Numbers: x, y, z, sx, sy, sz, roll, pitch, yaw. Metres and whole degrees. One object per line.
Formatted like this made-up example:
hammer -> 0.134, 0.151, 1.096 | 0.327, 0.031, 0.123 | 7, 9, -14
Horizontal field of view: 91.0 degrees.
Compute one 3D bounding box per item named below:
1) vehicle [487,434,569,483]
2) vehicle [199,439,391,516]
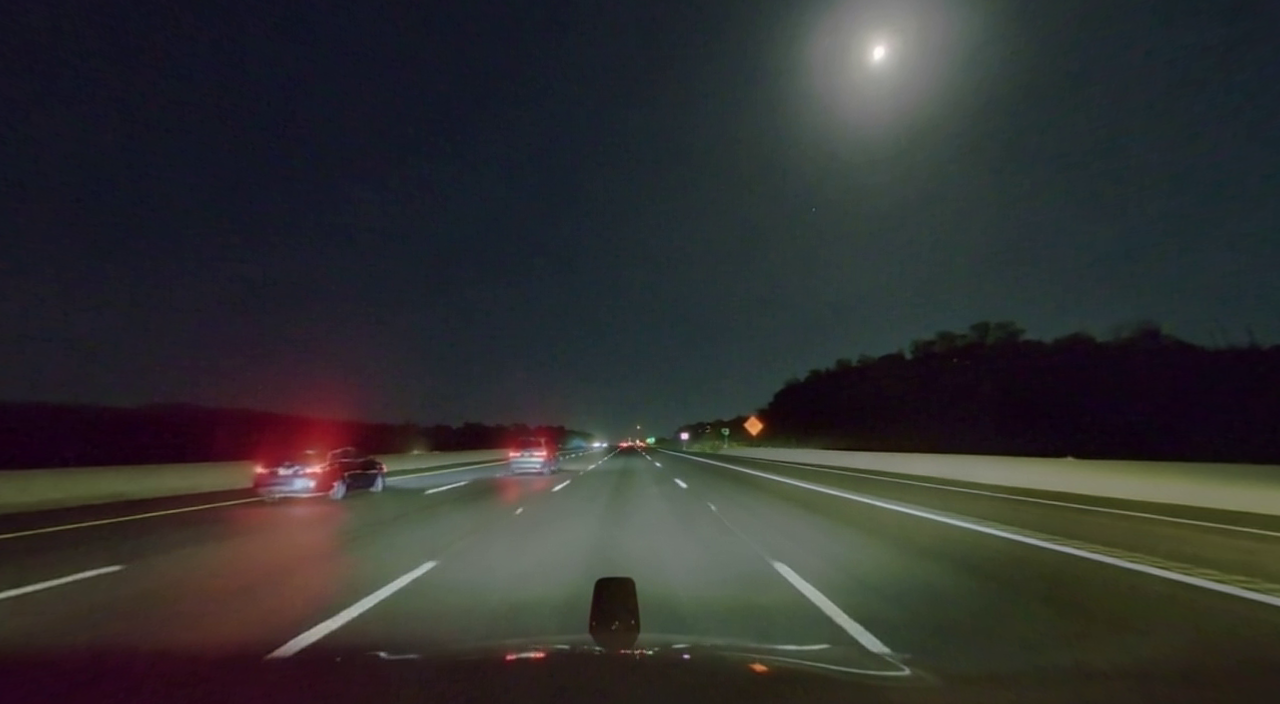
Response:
vehicle -> -4.155, 4.015, 24.232 | 2.200, 1.662, 5.091 | 0, -8, 0
vehicle -> -7.925, 2.872, 15.141 | 1.924, 1.519, 4.791 | 0, -8, 0
